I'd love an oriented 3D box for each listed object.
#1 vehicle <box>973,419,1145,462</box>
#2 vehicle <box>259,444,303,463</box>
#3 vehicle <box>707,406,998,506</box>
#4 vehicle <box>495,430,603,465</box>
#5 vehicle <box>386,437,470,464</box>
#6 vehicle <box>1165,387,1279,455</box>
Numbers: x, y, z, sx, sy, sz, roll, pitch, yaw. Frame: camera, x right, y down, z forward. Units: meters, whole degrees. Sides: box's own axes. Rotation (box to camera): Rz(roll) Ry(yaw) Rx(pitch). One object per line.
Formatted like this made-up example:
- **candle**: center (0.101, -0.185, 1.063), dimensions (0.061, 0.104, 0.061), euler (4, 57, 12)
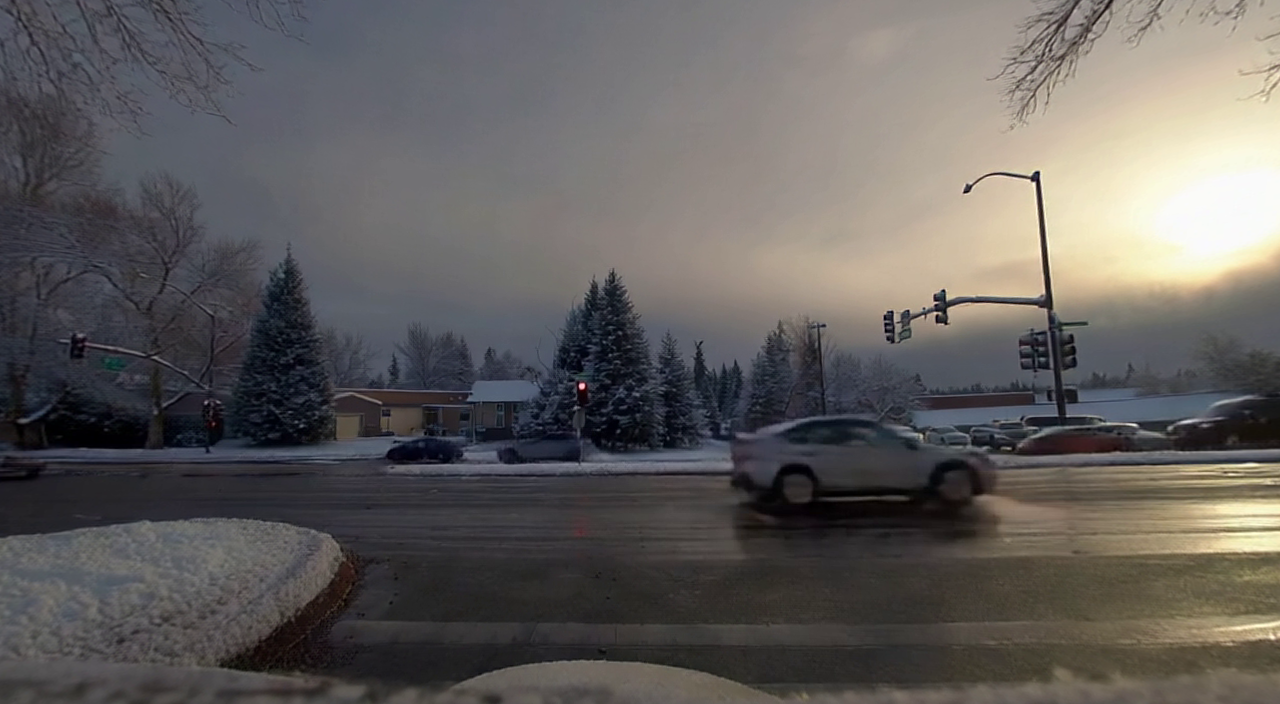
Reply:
- **vehicle**: center (15.020, 3.218, 22.943), dimensions (4.749, 1.461, 1.892), euler (-1, -9, 9)
- **vehicle**: center (-28.062, 7.913, 49.561), dimensions (2.235, 1.417, 4.272), euler (3, -9, -20)
- **vehicle**: center (3.911, 2.019, 12.470), dimensions (4.959, 1.715, 2.162), euler (-2, -9, 11)
- **vehicle**: center (-4.315, 4.569, 30.363), dimensions (4.677, 1.593, 2.029), euler (-2, -9, 11)
- **vehicle**: center (-12.907, 6.009, 38.578), dimensions (4.488, 1.536, 1.849), euler (-2, -9, 10)
- **vehicle**: center (31.206, 3.418, 31.005), dimensions (7.790, 3.197, 2.653), euler (-2, -9, 11)
